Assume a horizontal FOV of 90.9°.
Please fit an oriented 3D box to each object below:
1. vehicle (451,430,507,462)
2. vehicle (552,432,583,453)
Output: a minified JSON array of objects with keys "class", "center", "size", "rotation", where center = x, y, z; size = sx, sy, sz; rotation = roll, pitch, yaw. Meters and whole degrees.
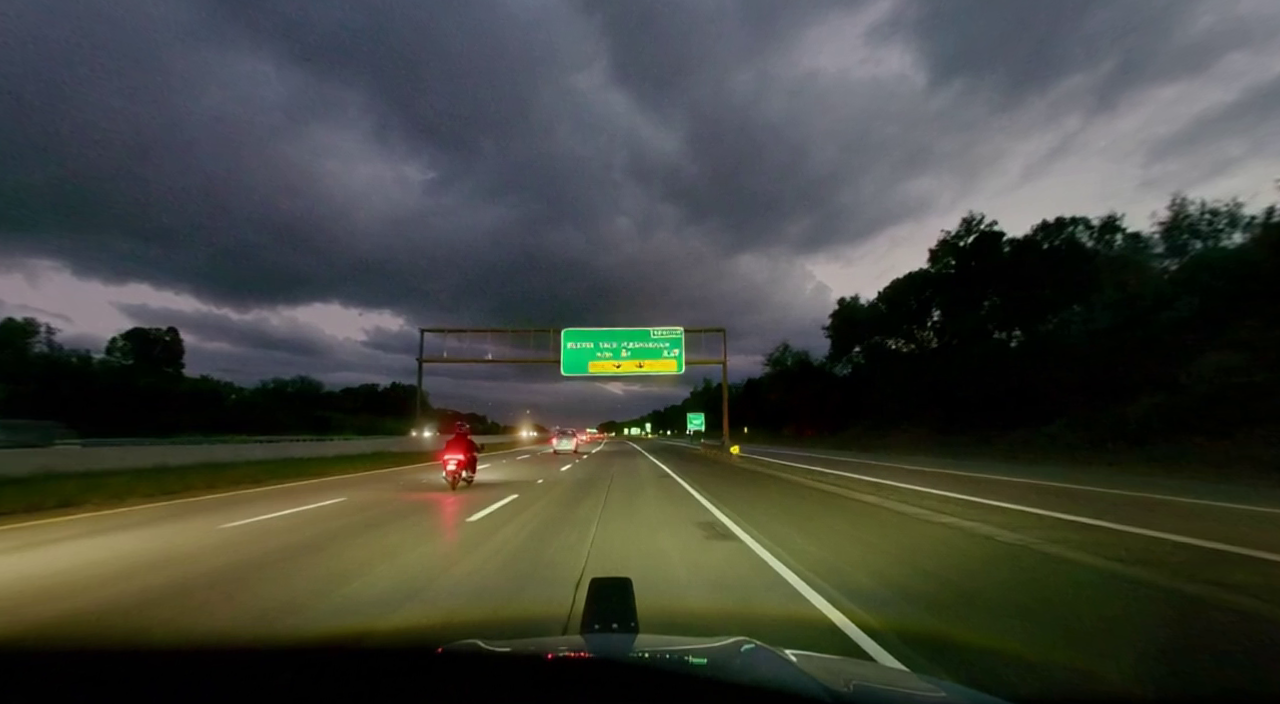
[{"class":"vehicle","center":[-8.419,4.941,33.320],"size":[1.965,1.605,4.115],"rotation":[0,-8,-2]},{"class":"vehicle","center":[-5.525,6.949,48.546],"size":[1.958,1.580,3.961],"rotation":[0,-8,0]}]
